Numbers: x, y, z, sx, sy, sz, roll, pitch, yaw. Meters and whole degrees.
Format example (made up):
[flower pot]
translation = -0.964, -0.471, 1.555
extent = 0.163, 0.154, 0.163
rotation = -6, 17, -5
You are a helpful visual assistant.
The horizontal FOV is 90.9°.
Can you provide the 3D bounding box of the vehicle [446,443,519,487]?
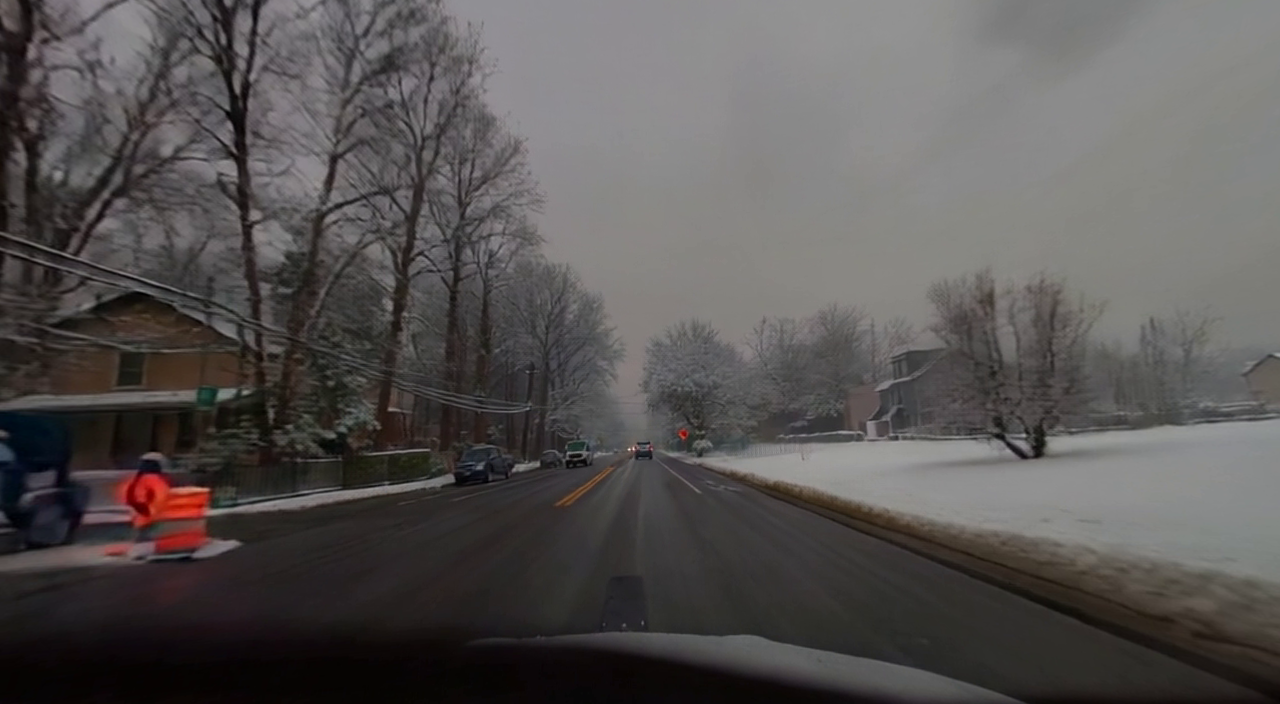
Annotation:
[vehicle]
translation = -8.199, 5.870, 33.384
extent = 2.422, 1.855, 6.165
rotation = -4, -7, -2
